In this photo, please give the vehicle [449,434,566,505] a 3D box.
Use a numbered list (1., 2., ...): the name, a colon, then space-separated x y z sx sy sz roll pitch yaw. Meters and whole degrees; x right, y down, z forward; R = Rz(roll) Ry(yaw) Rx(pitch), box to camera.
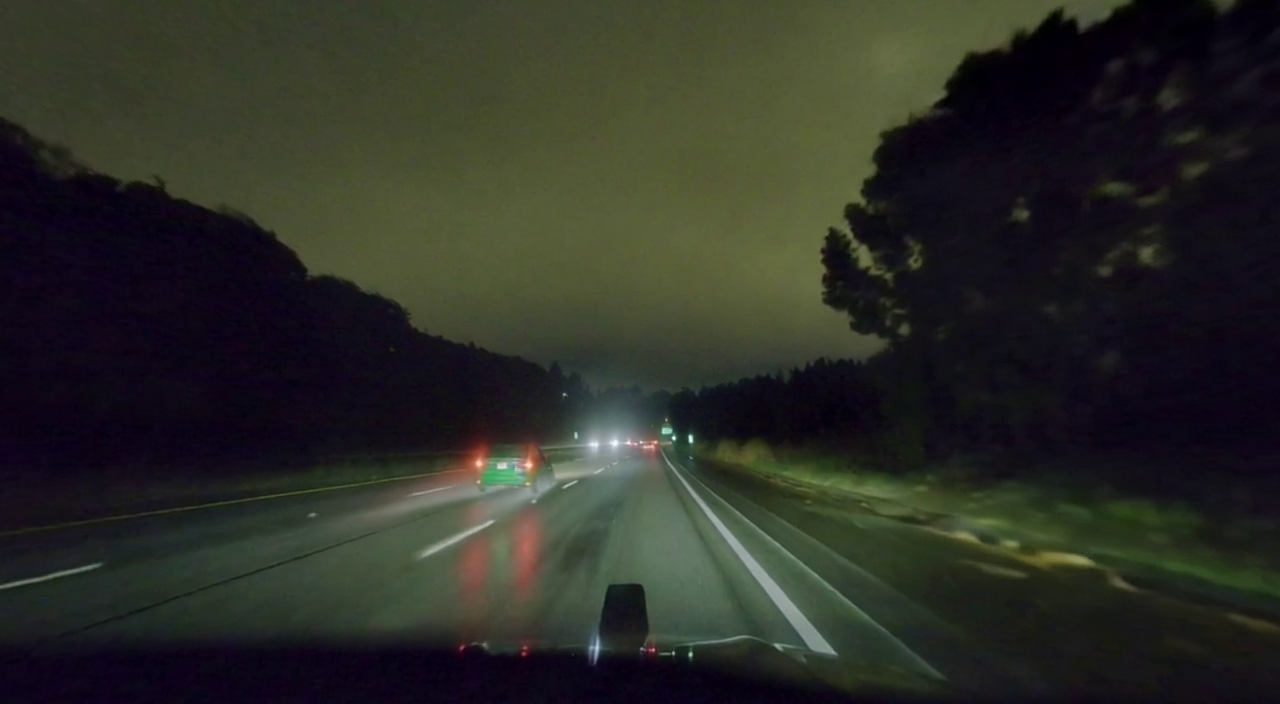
1. vehicle: -3.222 2.931 16.279 2.015 1.561 4.469 0 -8 1
